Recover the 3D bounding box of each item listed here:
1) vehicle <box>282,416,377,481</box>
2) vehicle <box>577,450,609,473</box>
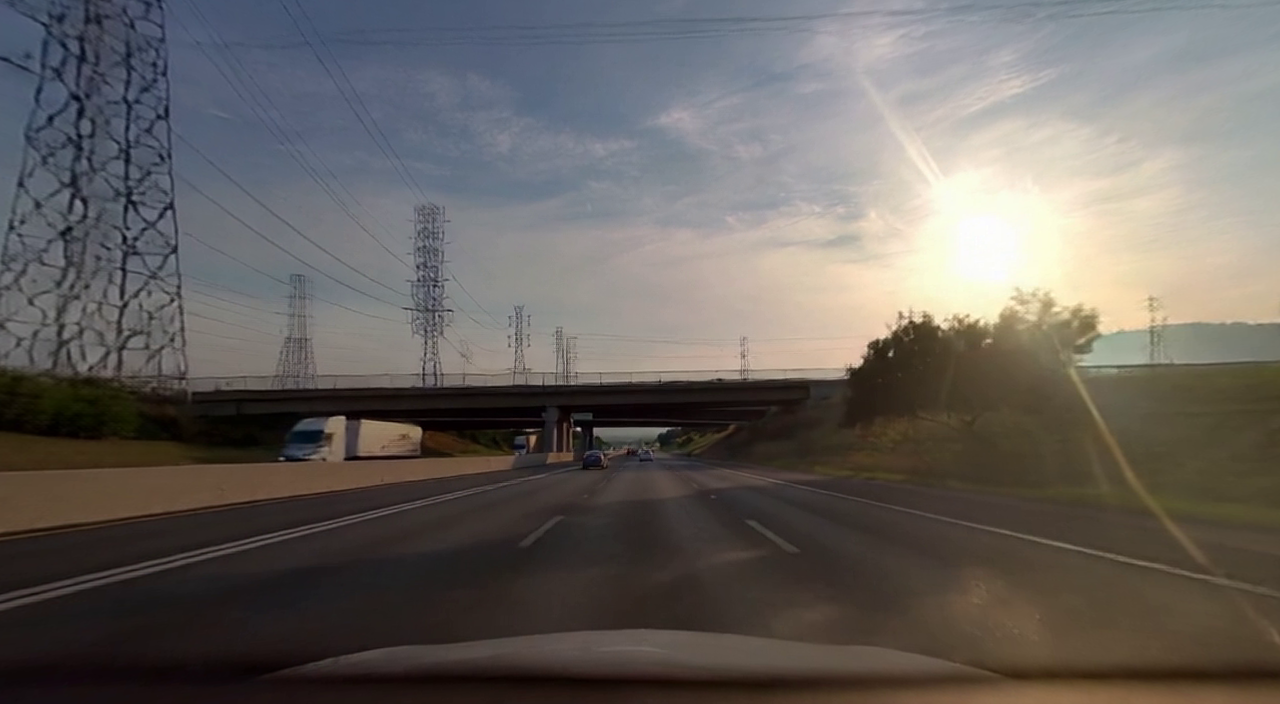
[{"bbox_3d":[-19.846,6.224,40.802,2.978,3.864,6.144,0,-8,-1],"label":"vehicle"},{"bbox_3d":[-3.321,7.829,45.336,1.924,1.550,4.165,0,-9,1],"label":"vehicle"}]
